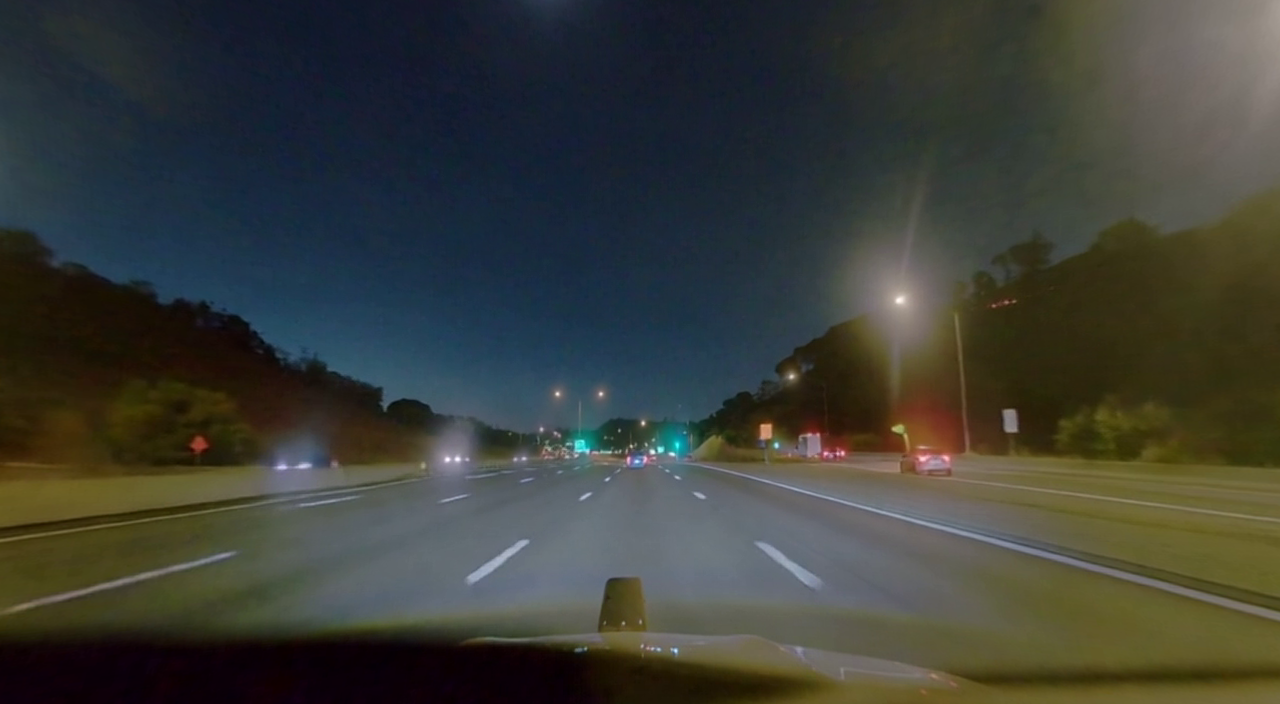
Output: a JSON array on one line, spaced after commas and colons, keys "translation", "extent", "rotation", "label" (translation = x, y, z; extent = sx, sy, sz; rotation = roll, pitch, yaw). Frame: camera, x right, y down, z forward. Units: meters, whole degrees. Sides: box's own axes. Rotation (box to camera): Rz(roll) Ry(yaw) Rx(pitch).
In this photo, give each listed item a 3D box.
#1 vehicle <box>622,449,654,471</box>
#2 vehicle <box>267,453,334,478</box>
[{"translation": [-0.182, 7.758, 45.664], "extent": [2.193, 1.497, 4.337], "rotation": [0, -9, -1], "label": "vehicle"}, {"translation": [-22.737, 7.591, 42.441], "extent": [1.891, 1.572, 4.543], "rotation": [0, -9, 2], "label": "vehicle"}]
